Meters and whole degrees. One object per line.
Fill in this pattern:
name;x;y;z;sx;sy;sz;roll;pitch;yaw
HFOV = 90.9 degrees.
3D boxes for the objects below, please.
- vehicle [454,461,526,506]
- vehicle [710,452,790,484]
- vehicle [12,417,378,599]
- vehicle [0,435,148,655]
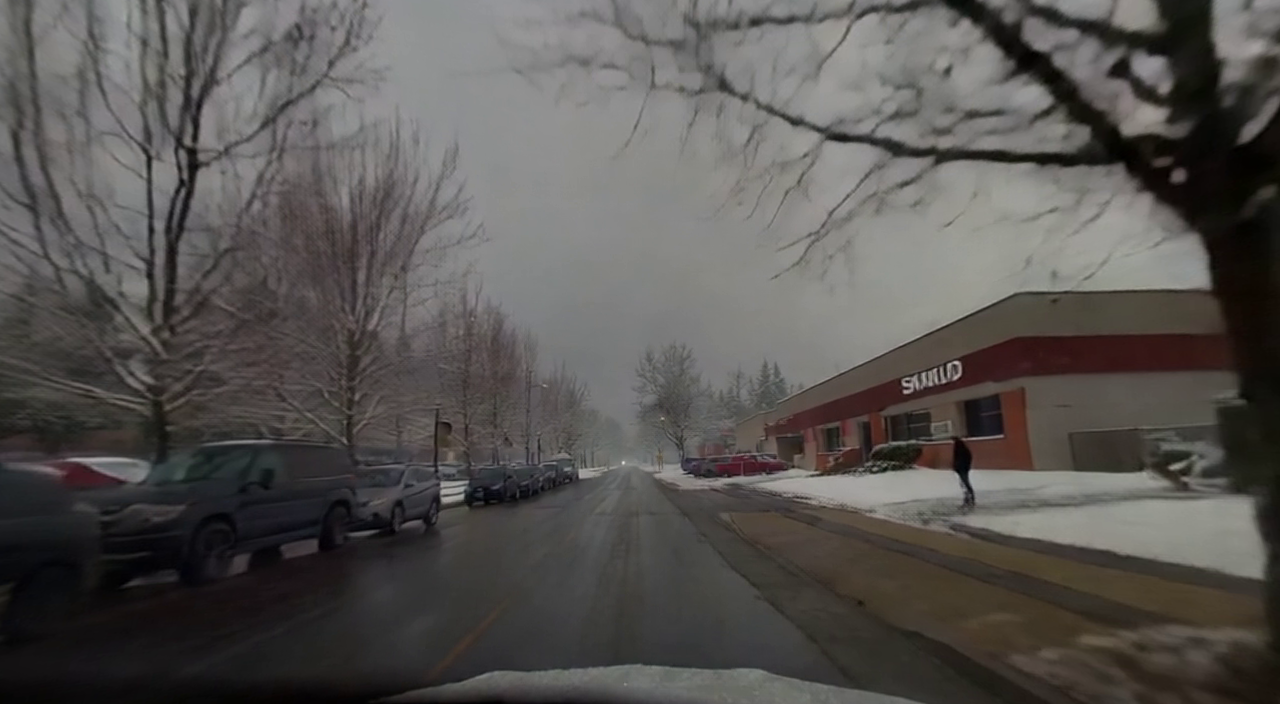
vehicle;-5.923;5.248;25.456;1.832;1.623;4.424;1;-11;0
vehicle;6.204;6.616;35.911;4.193;1.665;1.924;1;-11;-2
vehicle;-6.016;2.190;9.551;1.990;2.011;4.765;1;-11;0
vehicle;-6.003;1.375;4.243;2.060;1.688;4.083;1;-11;-1
